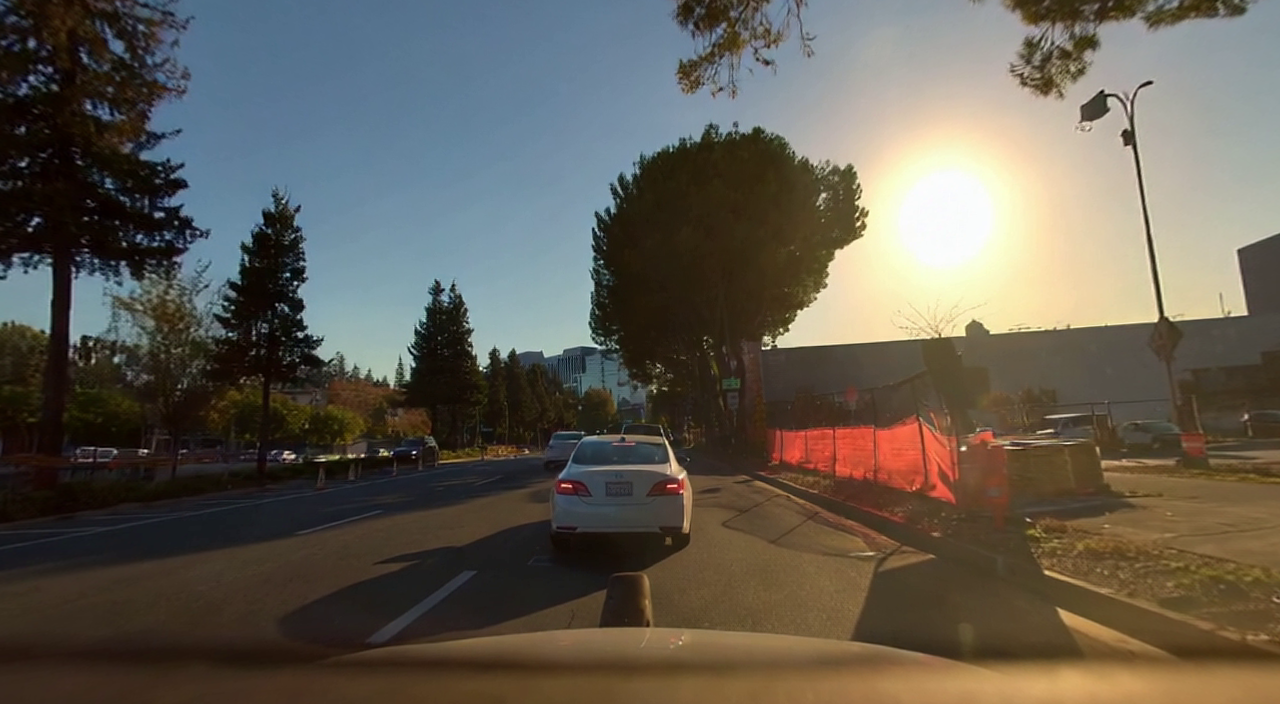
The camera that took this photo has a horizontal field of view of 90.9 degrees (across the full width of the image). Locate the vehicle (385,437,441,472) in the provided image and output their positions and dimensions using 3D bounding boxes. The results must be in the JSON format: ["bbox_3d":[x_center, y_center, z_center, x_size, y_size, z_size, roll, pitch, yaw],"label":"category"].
[{"bbox_3d":[-10.409,4.638,28.696,2.072,1.465,4.394,3,-9,-23],"label":"vehicle"}]

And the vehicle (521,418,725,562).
[{"bbox_3d":[-0.180,1.737,8.660,2.112,1.482,4.076,0,-8,0],"label":"vehicle"}]
